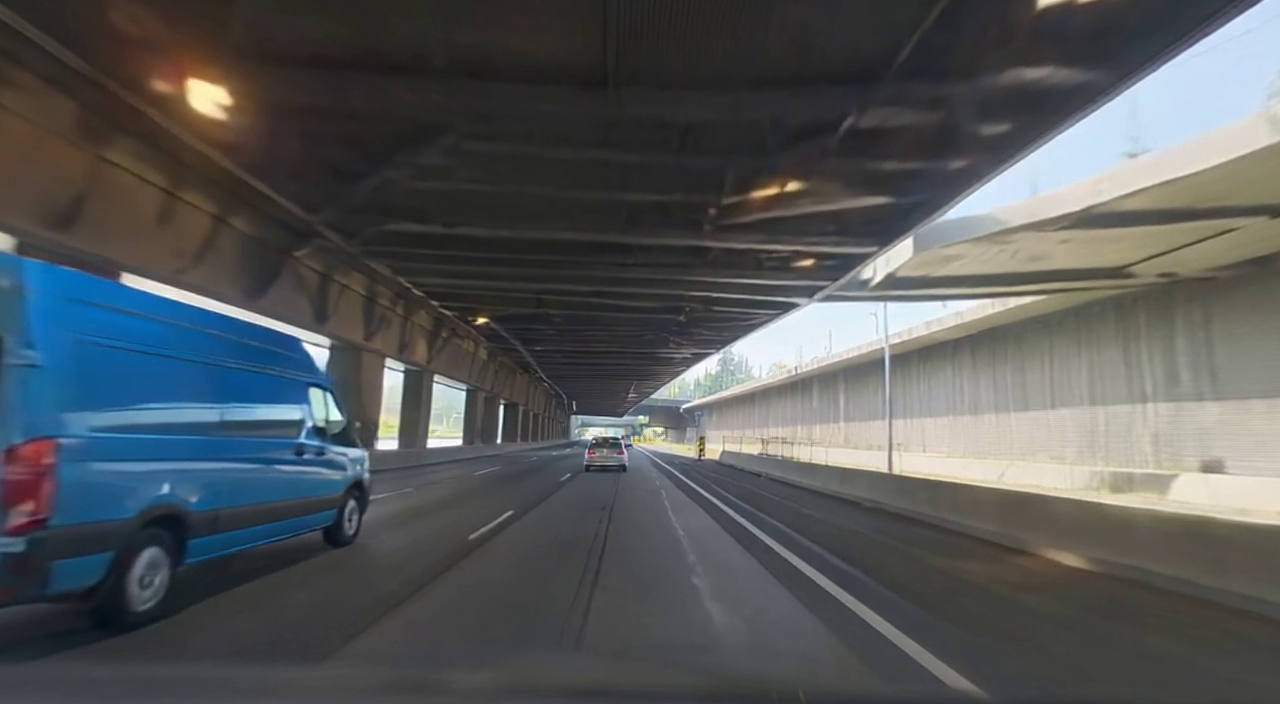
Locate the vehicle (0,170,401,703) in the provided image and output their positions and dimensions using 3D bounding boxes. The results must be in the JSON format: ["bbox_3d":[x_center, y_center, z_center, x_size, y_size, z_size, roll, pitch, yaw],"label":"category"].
[{"bbox_3d":[-4.155,0.678,4.987,2.404,2.459,5.229,0,-8,0],"label":"vehicle"}]

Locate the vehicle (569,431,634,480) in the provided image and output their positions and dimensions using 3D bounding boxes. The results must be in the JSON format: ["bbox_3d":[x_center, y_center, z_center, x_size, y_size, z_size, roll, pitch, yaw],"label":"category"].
[{"bbox_3d":[-1.296,3.654,22.522,2.095,1.553,4.069,0,-8,-1],"label":"vehicle"}]
